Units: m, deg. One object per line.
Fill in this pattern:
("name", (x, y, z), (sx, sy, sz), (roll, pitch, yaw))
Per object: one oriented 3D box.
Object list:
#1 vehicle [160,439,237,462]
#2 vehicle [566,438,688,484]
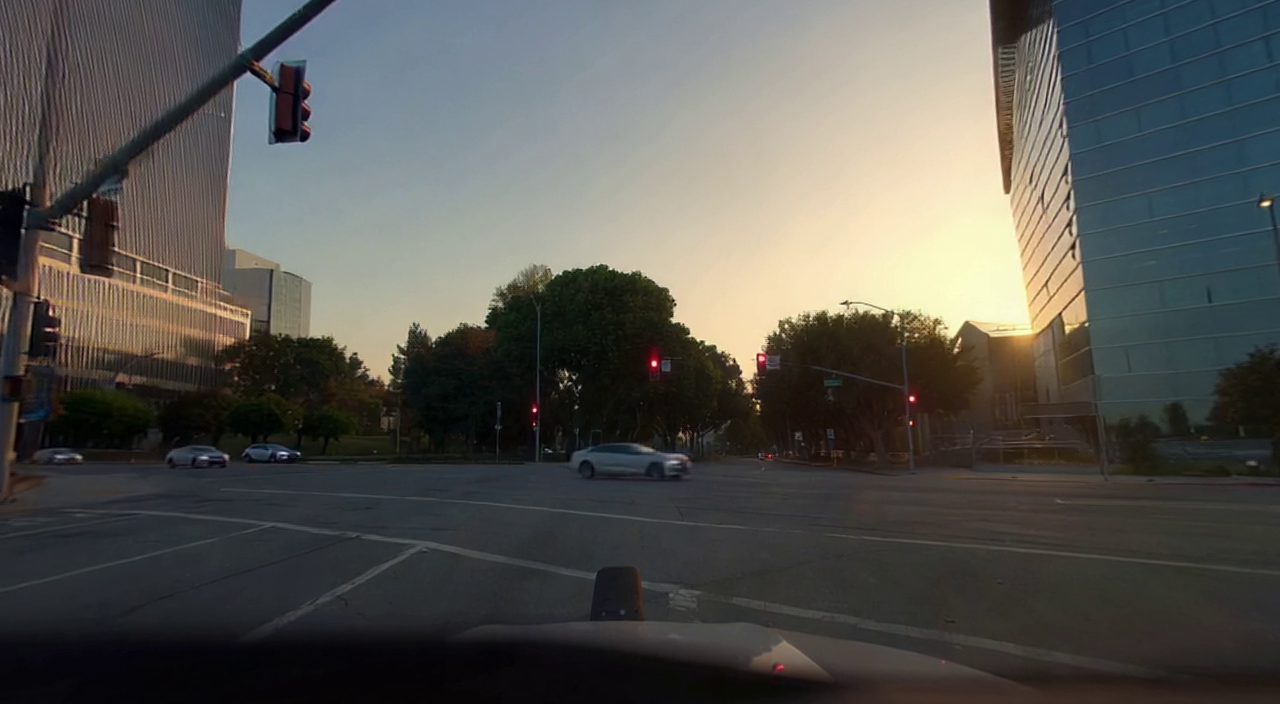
("vehicle", (-30.784, 6.879, 43.965), (5.408, 1.505, 2.091), (-5, -10, 28))
("vehicle", (-0.522, 3.915, 23.025), (4.110, 1.511, 1.883), (-7, -11, 36))
